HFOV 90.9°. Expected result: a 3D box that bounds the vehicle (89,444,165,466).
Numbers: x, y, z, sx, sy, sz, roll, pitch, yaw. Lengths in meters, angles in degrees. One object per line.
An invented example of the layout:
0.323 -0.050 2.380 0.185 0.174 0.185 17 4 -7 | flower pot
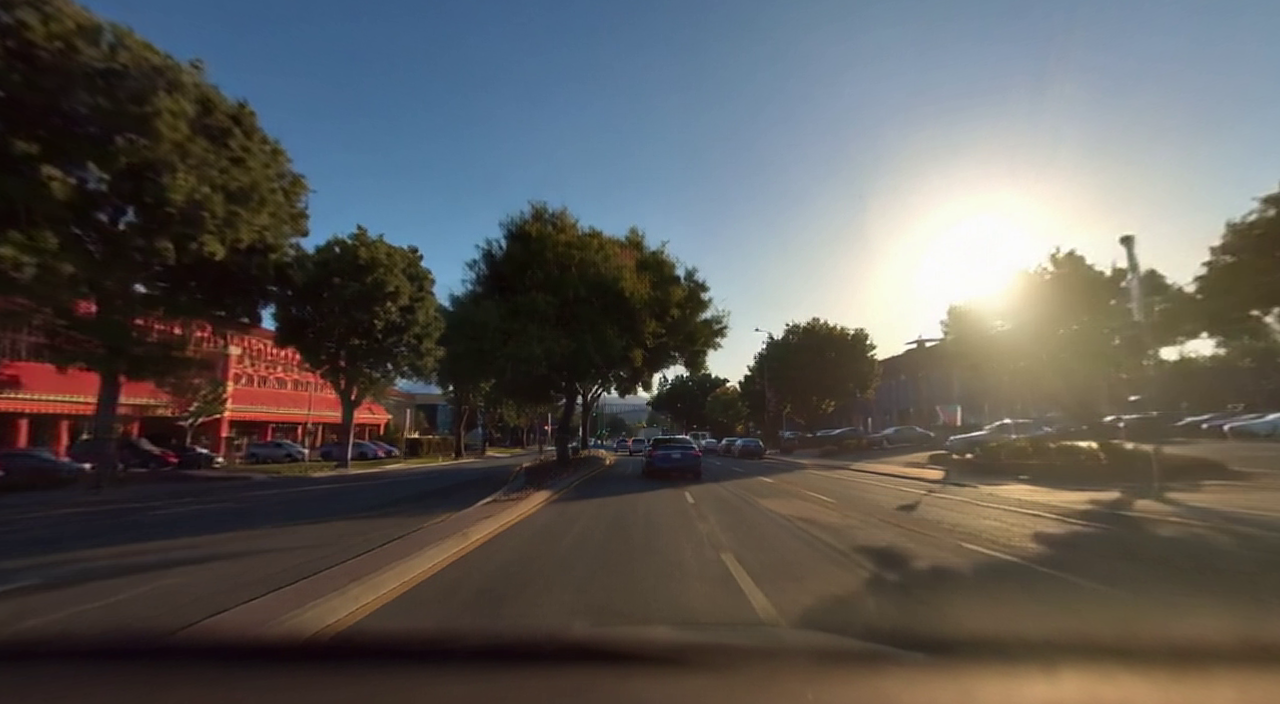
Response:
-37.240 7.478 45.865 1.734 1.425 4.447 0 -7 1 | vehicle

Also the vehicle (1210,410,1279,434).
40.859 4.732 42.417 1.920 1.478 4.241 -2 -9 16 | vehicle

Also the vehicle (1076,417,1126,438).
33.164 5.475 45.420 1.798 1.409 3.938 -3 -9 20 | vehicle

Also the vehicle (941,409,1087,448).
19.517 4.051 33.123 6.173 1.962 2.208 0 -9 0 | vehicle

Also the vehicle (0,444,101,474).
-33.623 6.025 35.653 4.214 1.609 2.092 0 -8 -2 | vehicle

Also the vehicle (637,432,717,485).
1.019 3.356 20.152 2.091 1.472 4.697 0 -8 -2 | vehicle

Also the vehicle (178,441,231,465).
-32.300 7.426 46.686 5.148 1.674 2.163 -8 -11 44 | vehicle

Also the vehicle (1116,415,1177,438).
35.582 5.288 44.395 1.847 1.424 4.455 -3 -9 19 | vehicle

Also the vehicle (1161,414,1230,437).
38.197 5.094 43.441 1.864 1.432 4.186 -3 -9 16 | vehicle

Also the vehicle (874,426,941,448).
19.798 6.307 46.801 4.059 1.563 1.995 1 -8 -2 | vehicle

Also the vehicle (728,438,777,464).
6.761 5.979 38.324 2.016 1.479 4.532 0 -8 -1 | vehicle
